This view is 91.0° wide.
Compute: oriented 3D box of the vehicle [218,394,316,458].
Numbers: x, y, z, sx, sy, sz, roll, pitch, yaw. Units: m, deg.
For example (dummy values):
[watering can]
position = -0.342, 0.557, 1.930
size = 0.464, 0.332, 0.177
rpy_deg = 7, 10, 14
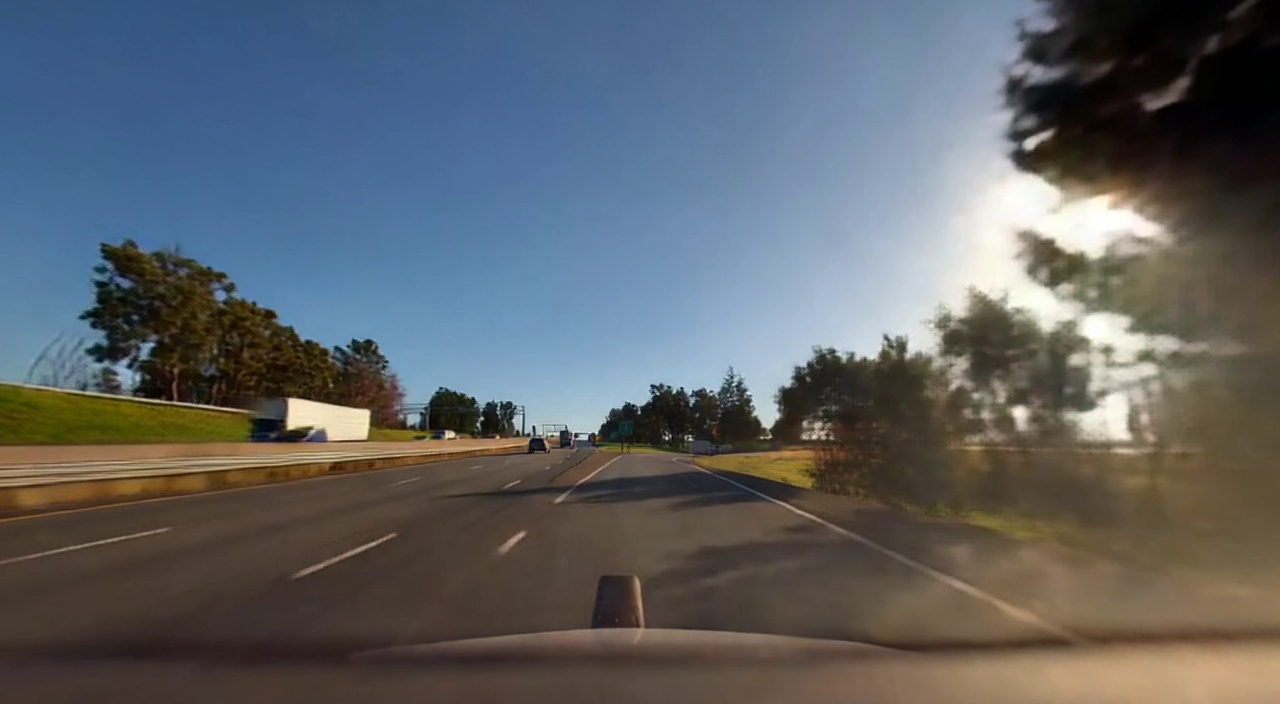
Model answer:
[vehicle]
position = -24.441, 4.959, 41.651
size = 2.990, 3.898, 5.964
rpy_deg = 1, -8, -4
